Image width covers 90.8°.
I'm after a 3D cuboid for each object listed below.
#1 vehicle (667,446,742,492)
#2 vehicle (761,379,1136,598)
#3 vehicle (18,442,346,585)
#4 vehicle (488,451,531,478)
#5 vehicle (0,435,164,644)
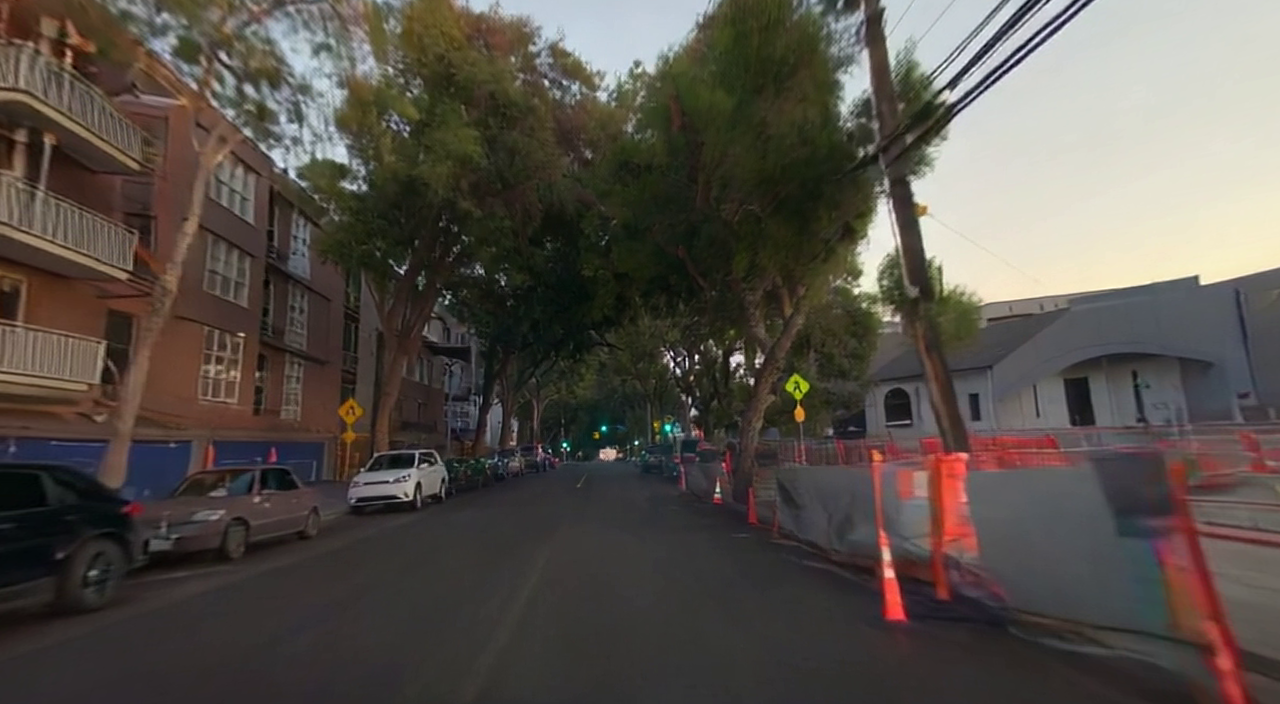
[{"bbox_3d":[2.238,4.240,23.368,2.010,1.499,4.754,0,-8,-3],"label":"vehicle"},{"bbox_3d":[3.084,1.673,7.684,1.994,1.857,4.393,1,-13,-5],"label":"vehicle"},{"bbox_3d":[-6.585,2.285,9.938,1.971,1.697,4.450,0,-8,-3],"label":"vehicle"},{"bbox_3d":[-7.853,6.800,38.485,1.968,1.450,4.271,0,-8,-4],"label":"vehicle"},{"bbox_3d":[-6.224,1.507,4.944,1.996,1.695,4.127,1,-8,-5],"label":"vehicle"}]
